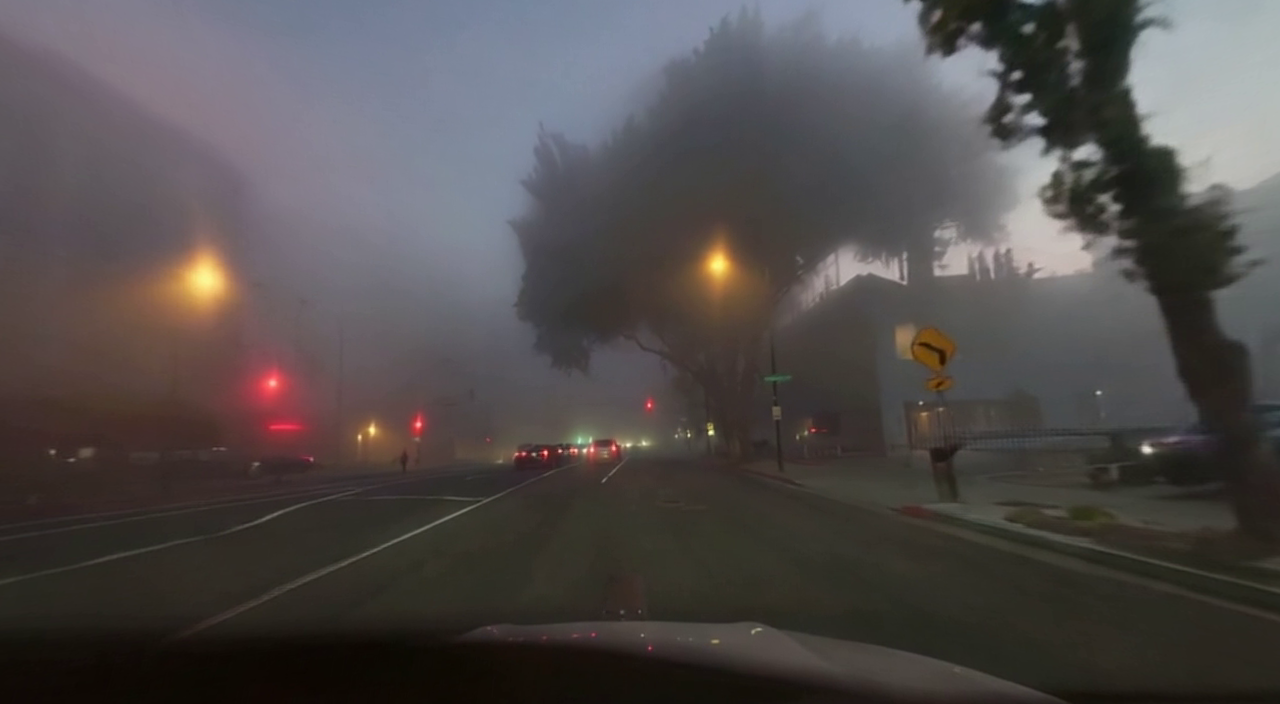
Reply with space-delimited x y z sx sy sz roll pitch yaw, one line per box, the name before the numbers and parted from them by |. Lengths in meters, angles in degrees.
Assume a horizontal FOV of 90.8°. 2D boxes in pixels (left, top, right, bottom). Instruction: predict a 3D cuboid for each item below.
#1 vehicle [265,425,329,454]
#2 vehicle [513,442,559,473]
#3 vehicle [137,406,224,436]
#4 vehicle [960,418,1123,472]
vehicle | -25.346 6.484 46.734 3.572 2.012 1.872 -1 -8 -2
vehicle | -5.596 5.692 34.367 1.889 1.572 3.599 0 -8 1
vehicle | -25.513 3.864 35.150 3.556 1.611 1.623 0 -8 3
vehicle | 14.895 3.503 23.673 4.562 1.648 2.028 -4 -9 3
